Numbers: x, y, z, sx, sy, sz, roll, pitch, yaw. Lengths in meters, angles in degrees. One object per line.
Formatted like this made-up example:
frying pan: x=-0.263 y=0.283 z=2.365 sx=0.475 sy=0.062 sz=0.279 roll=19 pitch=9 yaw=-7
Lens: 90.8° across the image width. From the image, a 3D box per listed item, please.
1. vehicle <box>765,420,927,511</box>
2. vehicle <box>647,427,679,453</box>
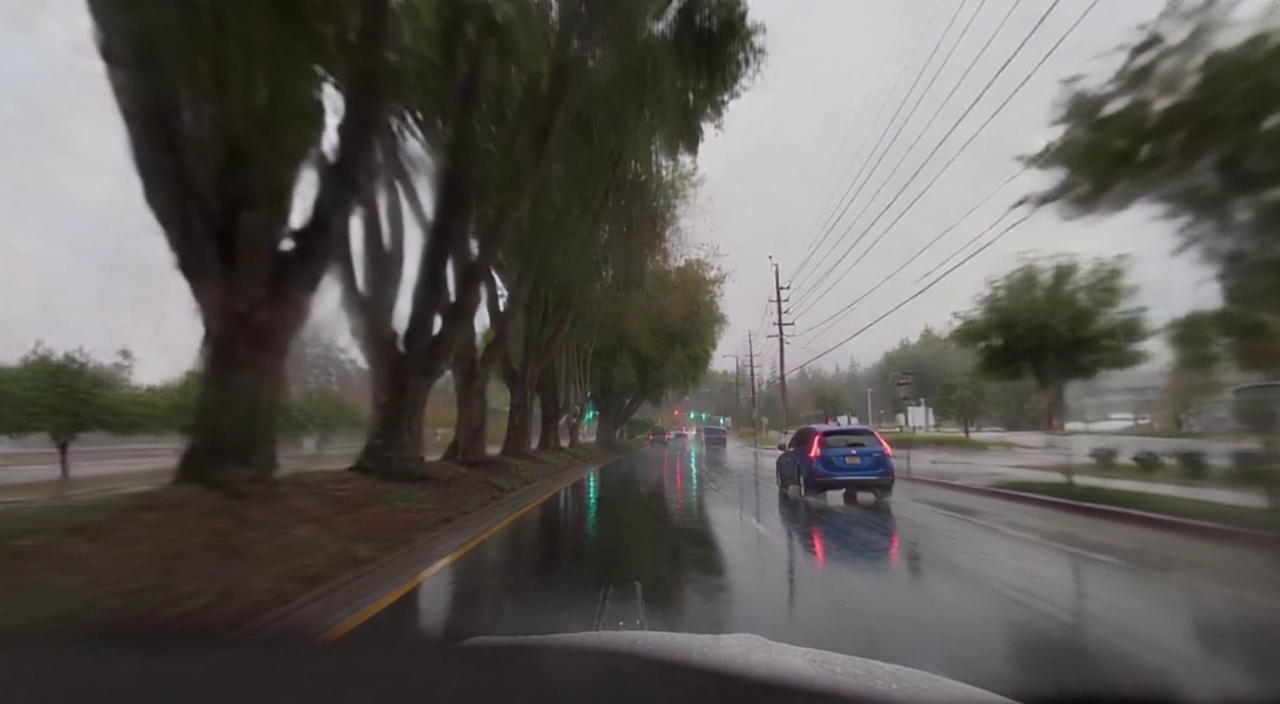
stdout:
vehicle: x=3.951 y=2.232 z=12.983 sx=1.881 sy=1.512 sz=4.294 roll=-1 pitch=-8 yaw=1
vehicle: x=1.730 y=6.426 z=46.175 sx=2.163 sy=1.746 sz=4.073 roll=-1 pitch=-8 yaw=4
